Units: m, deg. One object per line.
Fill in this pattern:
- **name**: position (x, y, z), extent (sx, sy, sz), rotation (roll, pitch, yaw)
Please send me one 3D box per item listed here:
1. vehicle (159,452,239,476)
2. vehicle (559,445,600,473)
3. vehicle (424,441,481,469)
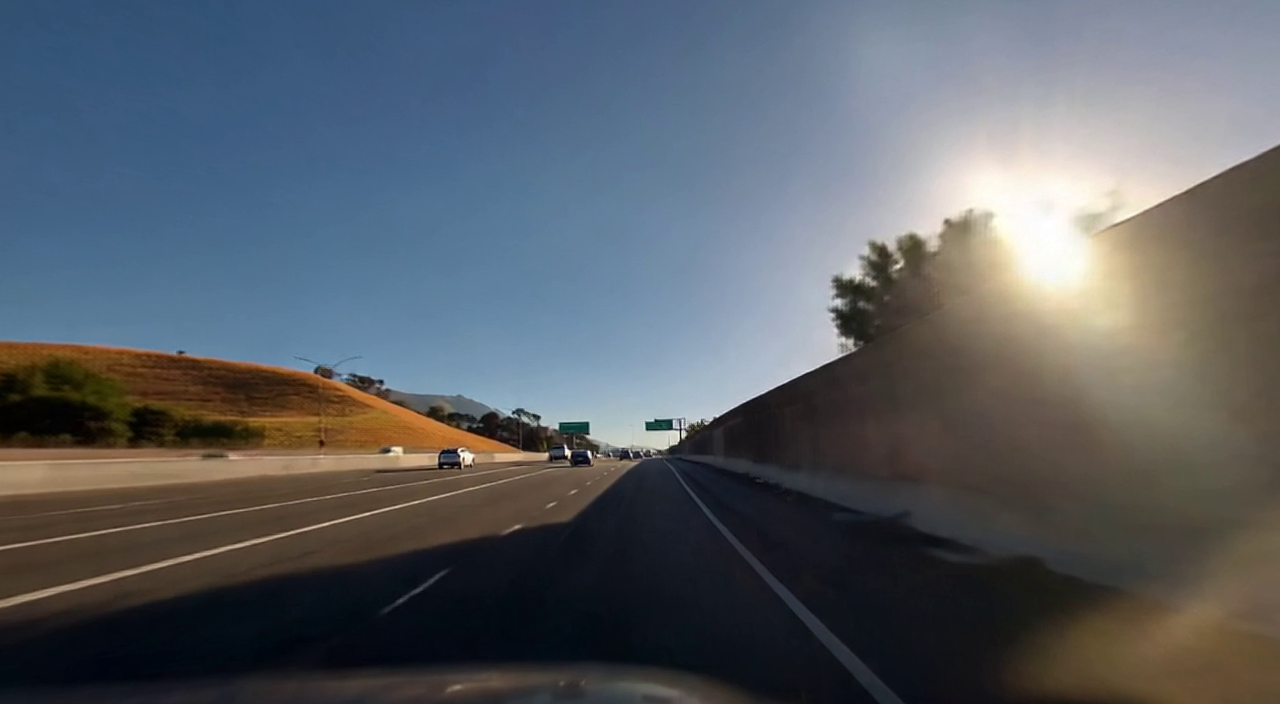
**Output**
- **vehicle**: position (-29.566, 7.477, 42.551), extent (1.908, 1.464, 4.735), rotation (0, -8, 1)
- **vehicle**: position (-3.468, 6.202, 36.896), extent (1.931, 1.492, 4.076), rotation (0, -8, 1)
- **vehicle**: position (-12.397, 6.817, 42.071), extent (2.076, 1.766, 4.831), rotation (0, -8, 3)
